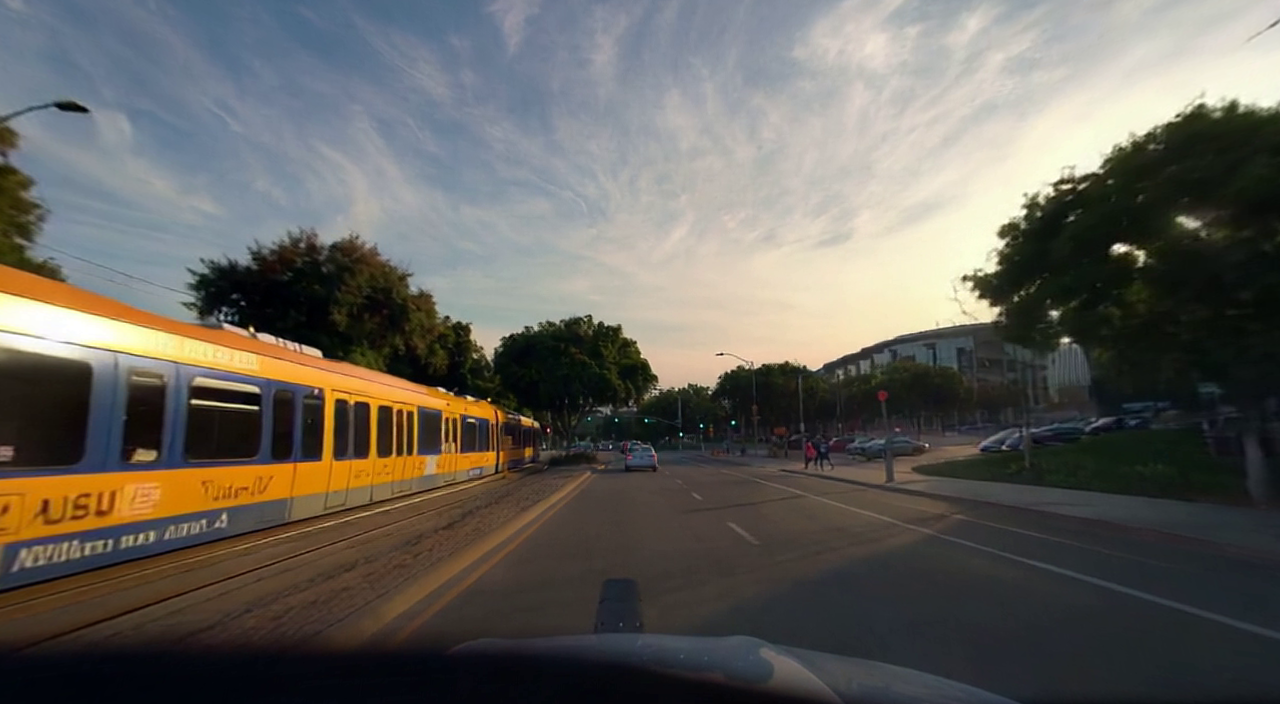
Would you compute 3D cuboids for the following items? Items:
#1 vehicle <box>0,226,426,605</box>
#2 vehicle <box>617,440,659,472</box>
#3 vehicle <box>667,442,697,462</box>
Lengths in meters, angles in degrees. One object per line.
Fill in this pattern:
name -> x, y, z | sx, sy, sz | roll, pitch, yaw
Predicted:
vehicle -> -7.779, 1.307, 11.876 | 2.897, 3.700, 13.528 | 0, -7, 0
vehicle -> -0.098, 5.248, 32.139 | 2.002, 1.471, 4.337 | 0, -8, 0
vehicle -> 3.090, 7.544, 47.722 | 1.944, 1.447, 4.392 | 0, -8, 0
